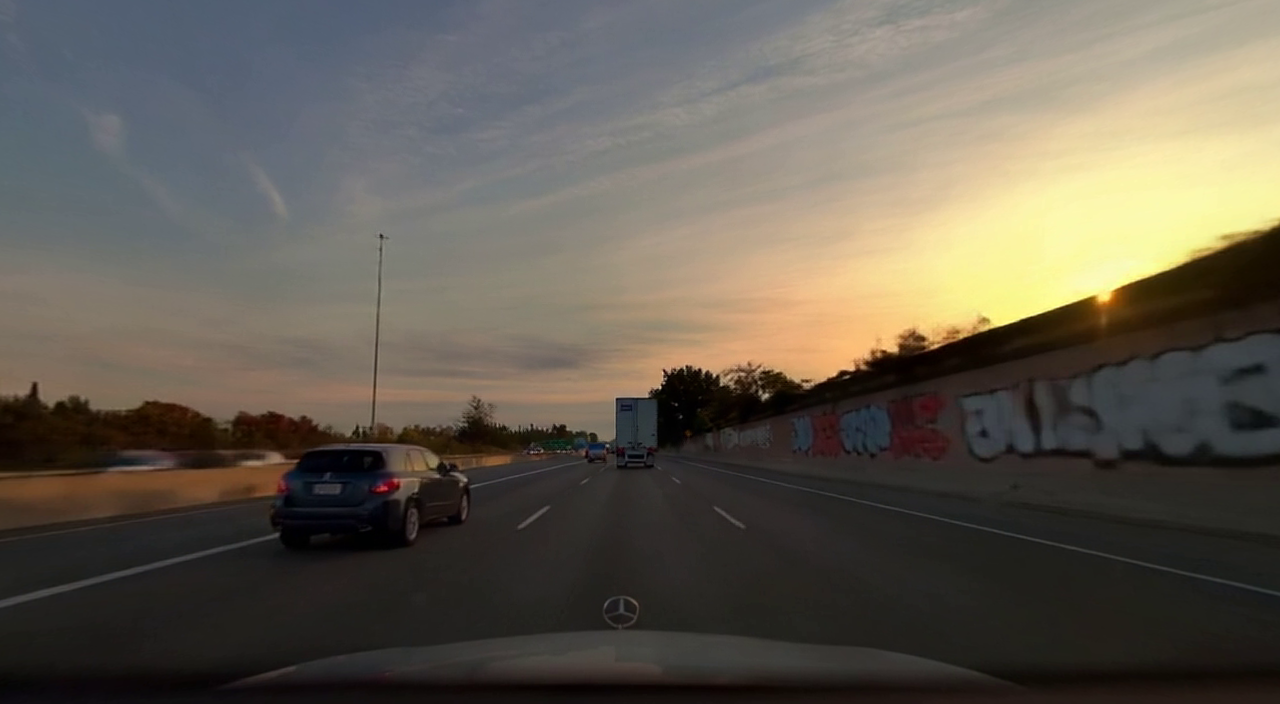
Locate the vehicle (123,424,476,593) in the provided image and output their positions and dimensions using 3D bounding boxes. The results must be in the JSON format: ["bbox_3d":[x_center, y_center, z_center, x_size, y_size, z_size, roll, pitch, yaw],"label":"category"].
[{"bbox_3d":[-3.698,1.770,7.901,2.158,1.538,4.047,0,-9,0],"label":"vehicle"}]

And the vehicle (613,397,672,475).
[{"bbox_3d":[-0.051,5.167,37.782,3.042,4.023,10.832,0,-9,-2],"label":"vehicle"}]

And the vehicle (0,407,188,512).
[{"bbox_3d":[-15.682,2.861,16.900,2.268,2.338,6.379,0,-9,-1],"label":"vehicle"}]
